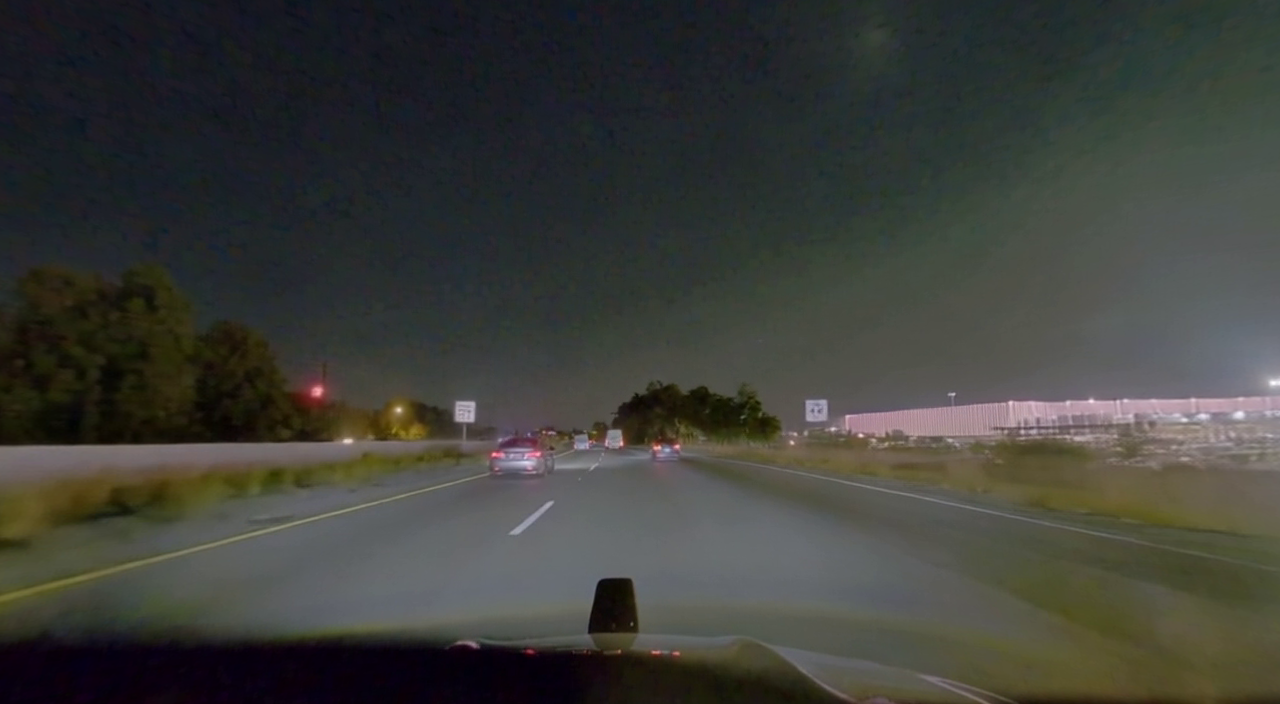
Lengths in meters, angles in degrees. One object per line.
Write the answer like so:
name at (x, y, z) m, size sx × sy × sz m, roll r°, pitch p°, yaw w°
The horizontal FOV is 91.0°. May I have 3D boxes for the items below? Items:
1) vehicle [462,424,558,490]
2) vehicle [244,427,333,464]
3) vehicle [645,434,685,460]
vehicle at (-3.744, 3.103, 19.006) m, size 2.080 × 1.733 × 4.410 m, roll 0°, pitch -8°, yaw -2°
vehicle at (-16.032, 4.280, 28.990) m, size 1.908 × 1.549 × 4.202 m, roll 0°, pitch -8°, yaw -4°
vehicle at (1.628, 6.346, 42.175) m, size 2.078 × 1.608 × 3.982 m, roll 0°, pitch -8°, yaw -6°
